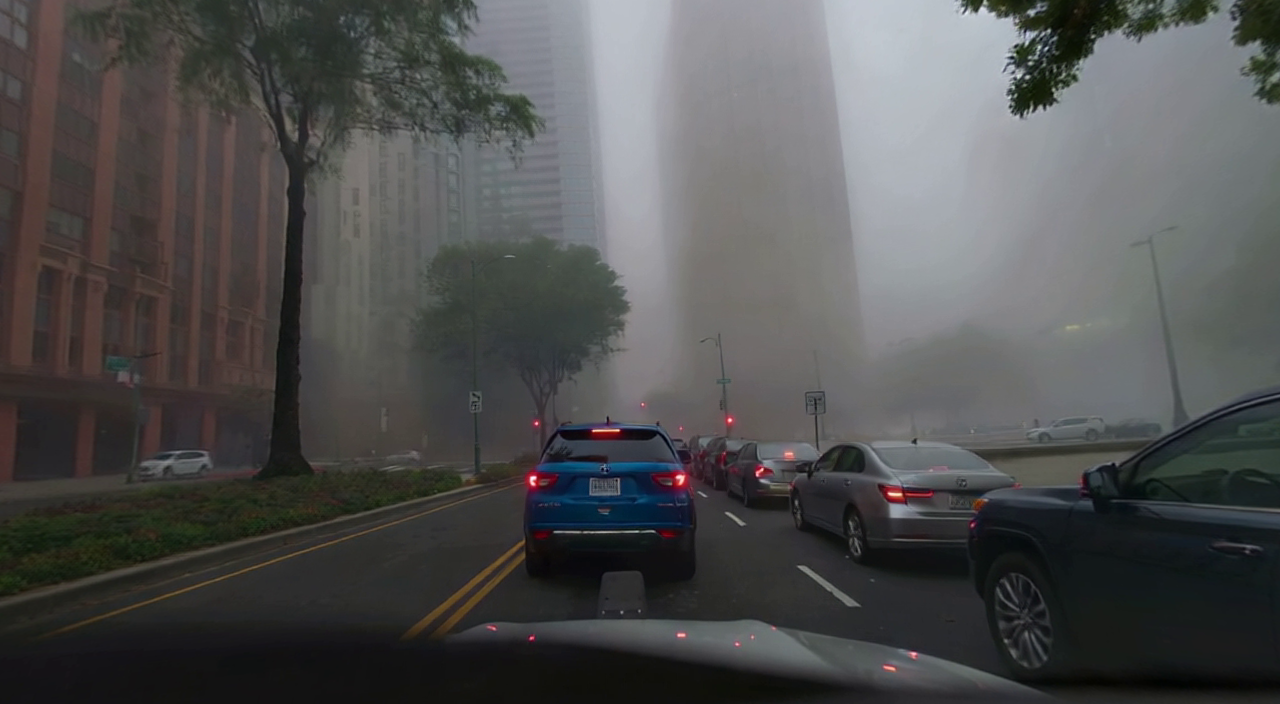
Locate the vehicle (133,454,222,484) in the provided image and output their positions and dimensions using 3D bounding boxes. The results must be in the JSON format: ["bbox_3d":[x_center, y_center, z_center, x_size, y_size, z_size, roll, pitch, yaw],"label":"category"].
[{"bbox_3d":[-25.841,6.537,35.552,1.960,1.459,4.699,1,-9,-8],"label":"vehicle"}]

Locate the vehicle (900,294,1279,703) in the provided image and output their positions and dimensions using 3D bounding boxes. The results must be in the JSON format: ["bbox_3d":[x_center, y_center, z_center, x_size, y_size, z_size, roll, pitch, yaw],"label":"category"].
[{"bbox_3d":[2.995,0.753,2.245,2.063,1.760,4.664,0,-9,-1],"label":"vehicle"}]

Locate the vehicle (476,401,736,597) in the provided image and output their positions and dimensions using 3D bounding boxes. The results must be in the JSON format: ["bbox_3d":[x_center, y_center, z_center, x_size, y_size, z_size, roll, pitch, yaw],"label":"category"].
[{"bbox_3d":[-0.346,1.588,7.618,2.249,1.684,4.084,0,-9,-1],"label":"vehicle"}]

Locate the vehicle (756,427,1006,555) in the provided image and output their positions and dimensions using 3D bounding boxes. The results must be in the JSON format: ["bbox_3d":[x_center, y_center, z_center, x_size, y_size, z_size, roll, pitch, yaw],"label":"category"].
[{"bbox_3d":[3.270,1.990,9.799,1.941,1.482,4.632,0,-9,-2],"label":"vehicle"}]
